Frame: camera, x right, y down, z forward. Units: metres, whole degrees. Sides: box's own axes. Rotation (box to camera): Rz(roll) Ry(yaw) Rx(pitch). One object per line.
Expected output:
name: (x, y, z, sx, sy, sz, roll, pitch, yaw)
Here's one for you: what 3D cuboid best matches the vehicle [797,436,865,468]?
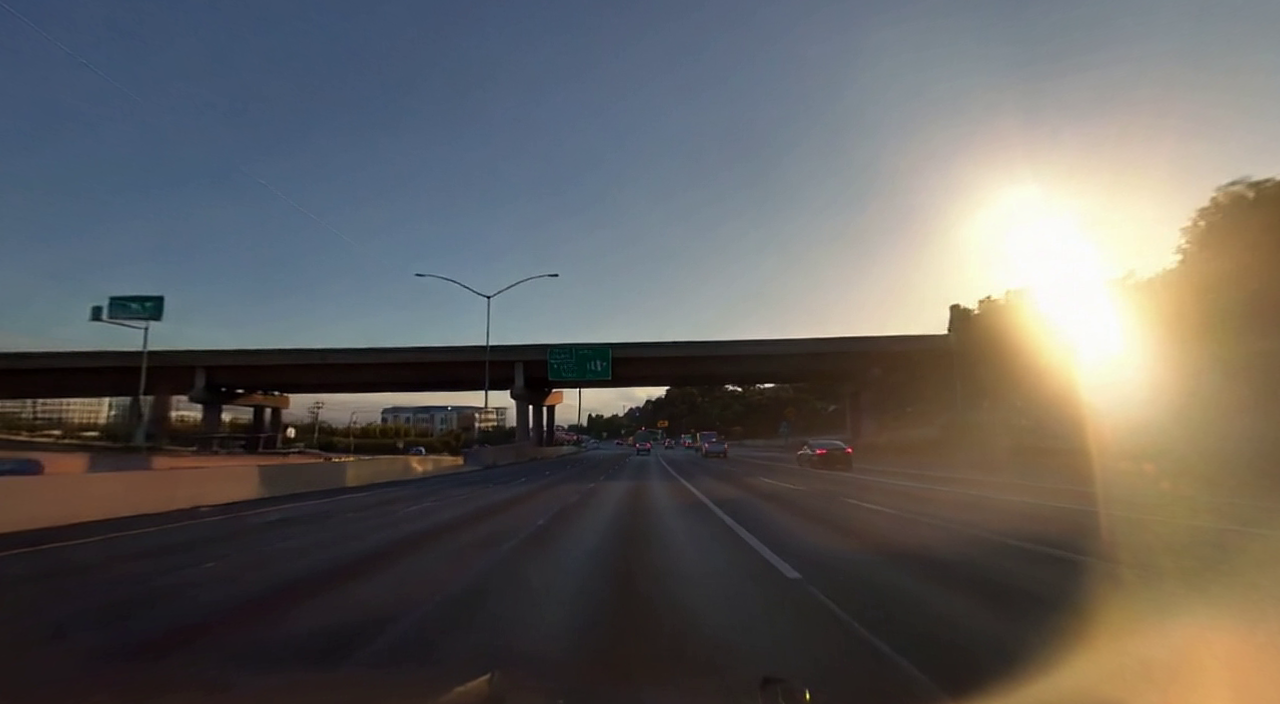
vehicle: (9.839, 5.176, 32.824, 2.000, 1.514, 4.585, 0, -9, -1)
